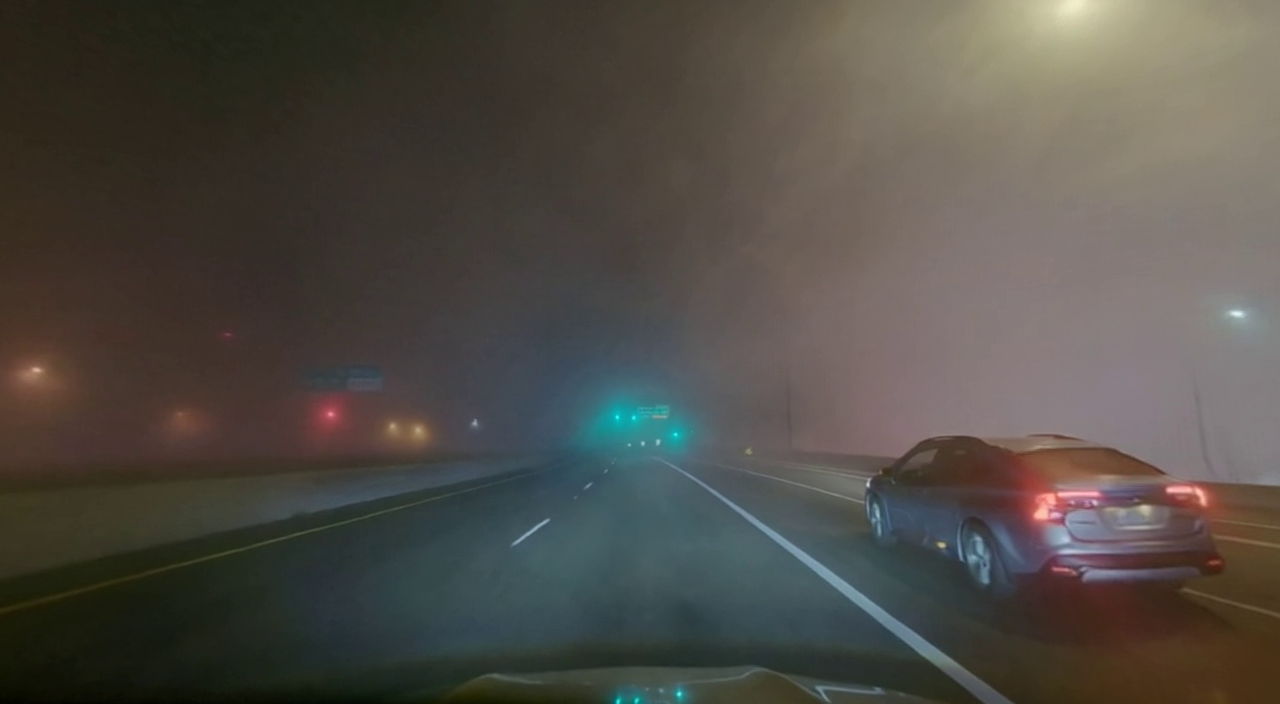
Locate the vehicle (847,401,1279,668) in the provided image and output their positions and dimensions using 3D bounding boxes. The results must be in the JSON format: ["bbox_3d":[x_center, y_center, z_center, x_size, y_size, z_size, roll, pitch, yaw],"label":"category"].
[{"bbox_3d":[3.879,1.429,6.167,2.104,1.575,4.698,0,-8,0],"label":"vehicle"}]
